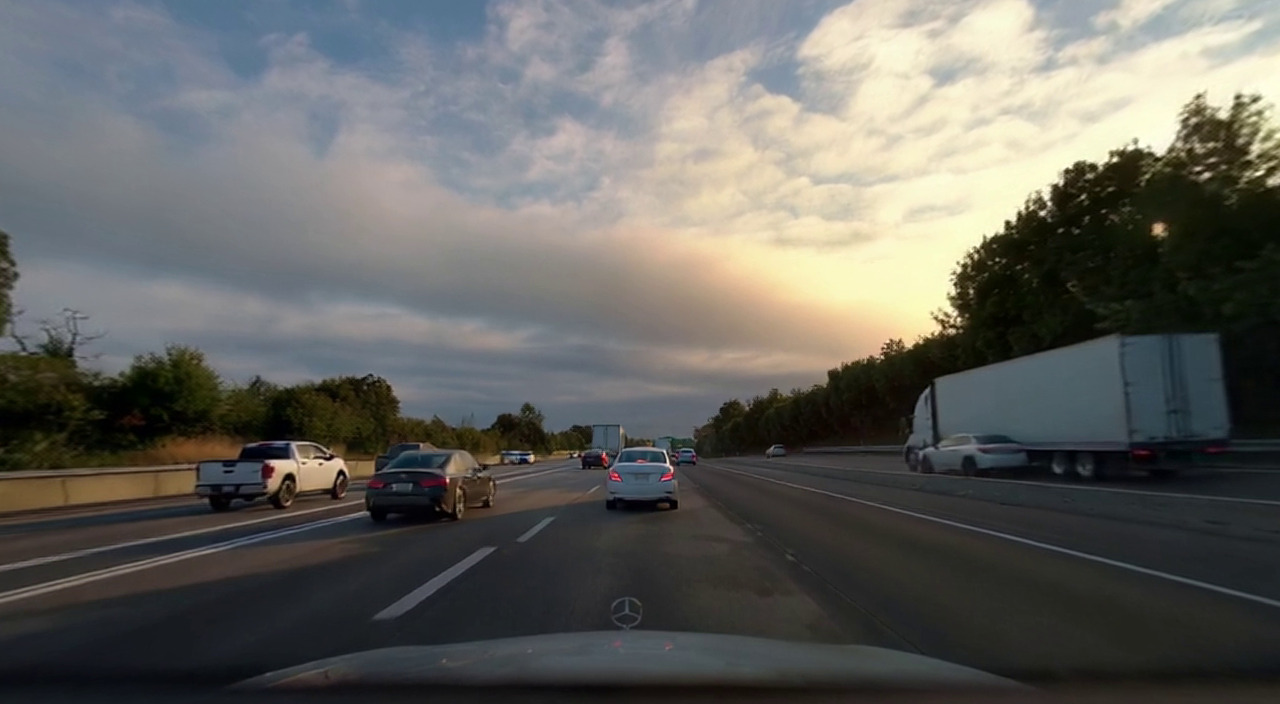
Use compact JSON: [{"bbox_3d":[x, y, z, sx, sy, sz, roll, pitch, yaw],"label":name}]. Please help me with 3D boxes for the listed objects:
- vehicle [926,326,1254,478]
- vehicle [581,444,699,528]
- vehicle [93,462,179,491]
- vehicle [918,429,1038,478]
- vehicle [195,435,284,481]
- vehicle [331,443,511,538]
[{"bbox_3d":[14.963,2.305,23.369,2.825,4.085,12.815,0,-9,1],"label":"vehicle"},{"bbox_3d":[0.011,2.656,13.009,2.057,1.449,3.931,0,-9,0],"label":"vehicle"},{"bbox_3d":[-27.150,6.697,34.079,1.691,1.381,3.503,0,-9,1],"label":"vehicle"},{"bbox_3d":[11.330,3.446,21.488,1.892,1.504,4.000,0,-9,0],"label":"vehicle"},{"bbox_3d":[-31.555,8.393,49.949,2.761,3.380,5.944,-1,-9,4],"label":"vehicle"},{"bbox_3d":[-4.000,2.593,12.434,1.929,1.509,4.331,0,-9,1],"label":"vehicle"}]
